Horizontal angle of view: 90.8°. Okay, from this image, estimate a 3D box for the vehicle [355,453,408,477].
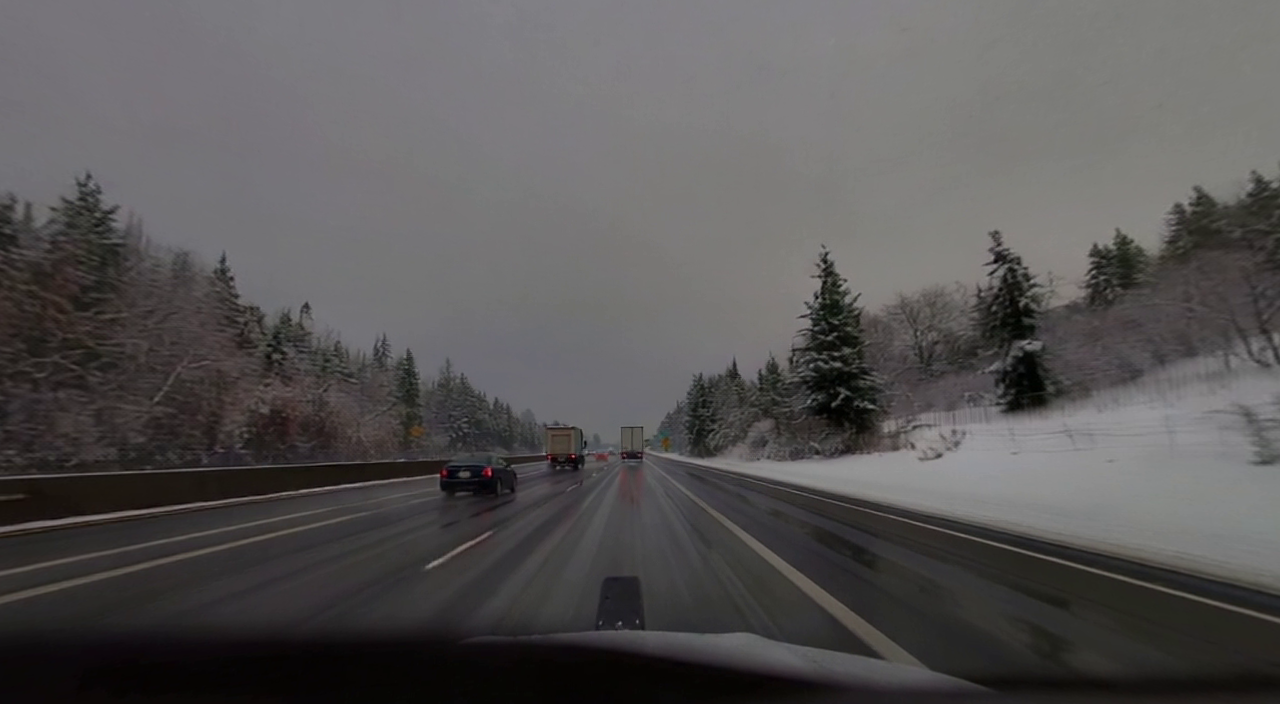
[{"bbox_3d":[-17.883,7.809,43.839,1.865,1.509,4.237,0,-9,0],"label":"vehicle"}]

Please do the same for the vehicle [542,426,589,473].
[{"bbox_3d":[-4.775,6.444,41.485,2.368,2.813,6.329,0,-9,0],"label":"vehicle"}]

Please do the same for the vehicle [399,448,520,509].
[{"bbox_3d":[-4.820,3.446,17.652,1.979,1.459,4.643,0,-9,0],"label":"vehicle"}]
